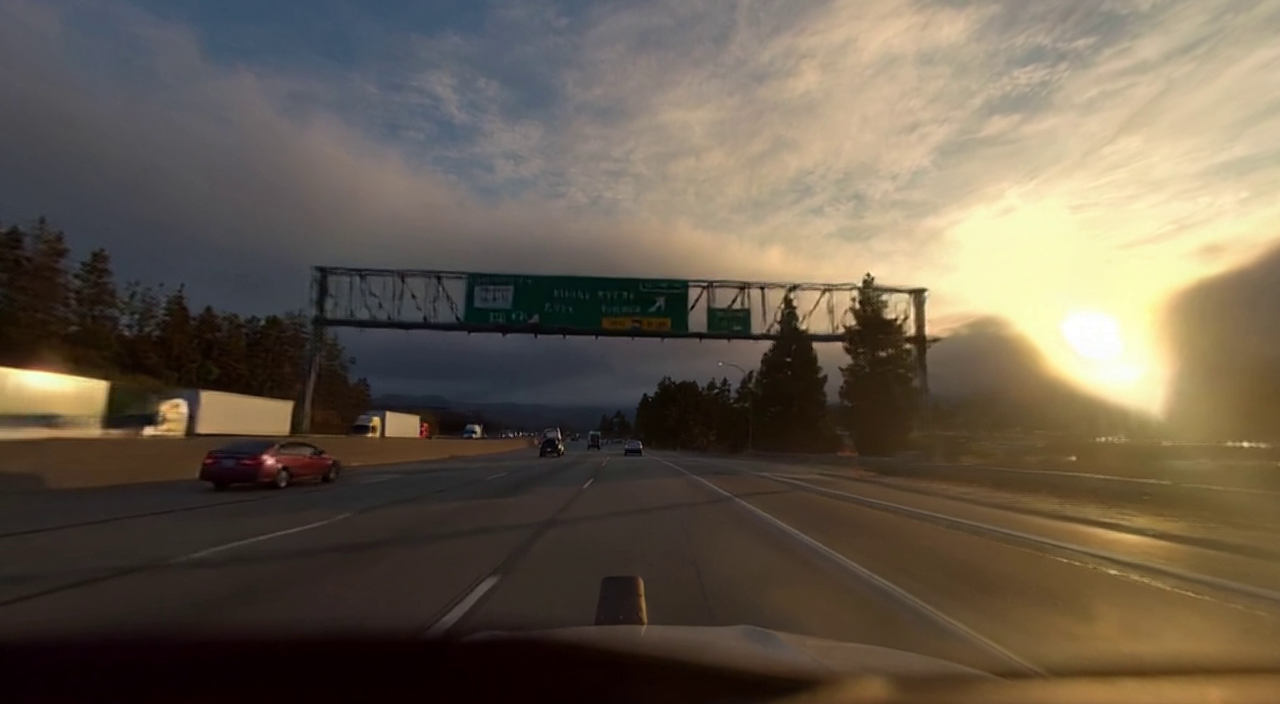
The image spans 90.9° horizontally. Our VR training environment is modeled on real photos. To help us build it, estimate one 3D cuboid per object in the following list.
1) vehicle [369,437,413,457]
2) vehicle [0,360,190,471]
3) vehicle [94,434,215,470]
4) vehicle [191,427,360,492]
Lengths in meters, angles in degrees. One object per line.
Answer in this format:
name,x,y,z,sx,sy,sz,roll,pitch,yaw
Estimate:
vehicle,-18.423,7.047,46.802,1.833,1.439,3.471,0,-8,-1
vehicle,-25.177,2.734,26.084,2.859,4.057,14.449,0,-8,-2
vehicle,-21.593,4.436,28.319,2.076,1.446,4.276,0,-8,-1
vehicle,-10.574,3.124,18.859,2.197,1.654,4.823,0,-8,-1
